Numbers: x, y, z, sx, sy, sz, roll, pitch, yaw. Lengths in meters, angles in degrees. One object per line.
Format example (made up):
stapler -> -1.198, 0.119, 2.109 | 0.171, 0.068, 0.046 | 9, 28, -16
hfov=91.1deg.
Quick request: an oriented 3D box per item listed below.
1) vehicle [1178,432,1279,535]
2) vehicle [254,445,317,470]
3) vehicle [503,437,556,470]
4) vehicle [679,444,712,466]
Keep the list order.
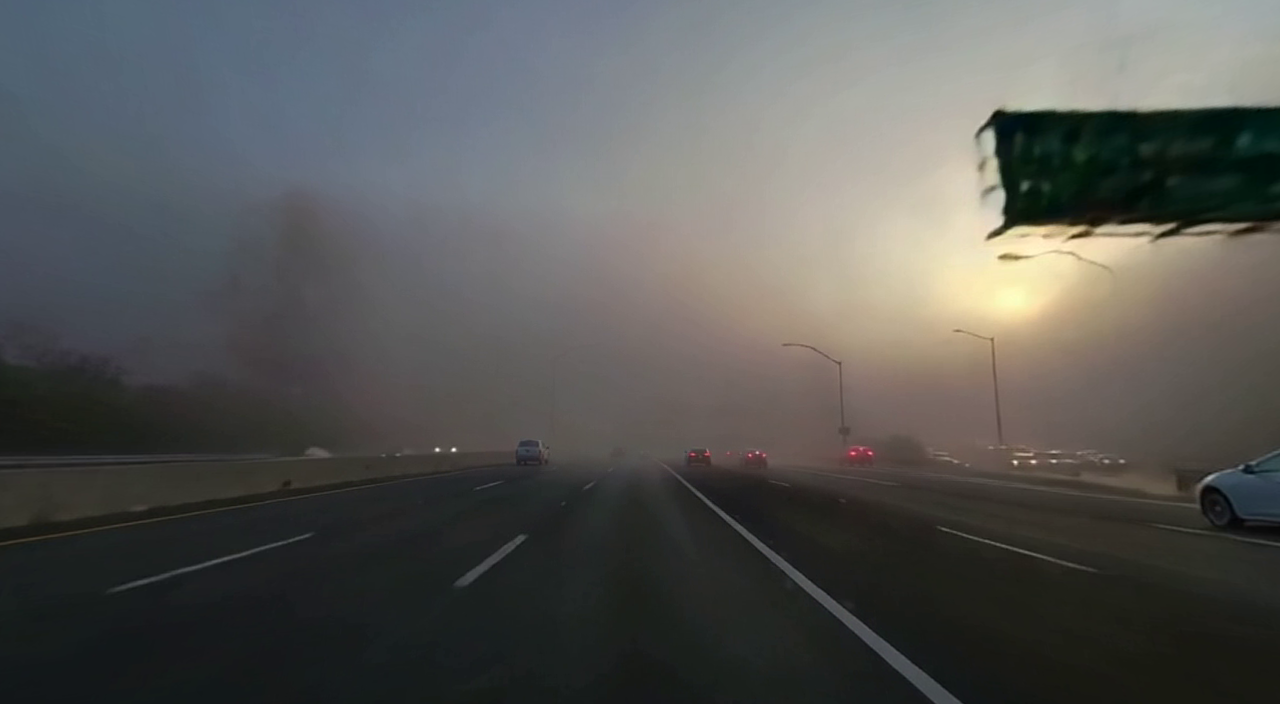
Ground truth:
vehicle -> 10.182, 1.777, 8.218 | 1.979, 1.467, 4.839 | 0, -9, 0
vehicle -> -21.422, 6.362, 38.122 | 1.689, 1.401, 3.620 | 0, -8, 0
vehicle -> -6.207, 5.749, 35.830 | 2.091, 1.746, 4.437 | 0, -9, 2
vehicle -> 3.787, 7.132, 43.540 | 1.950, 1.453, 3.378 | 0, -9, -1
